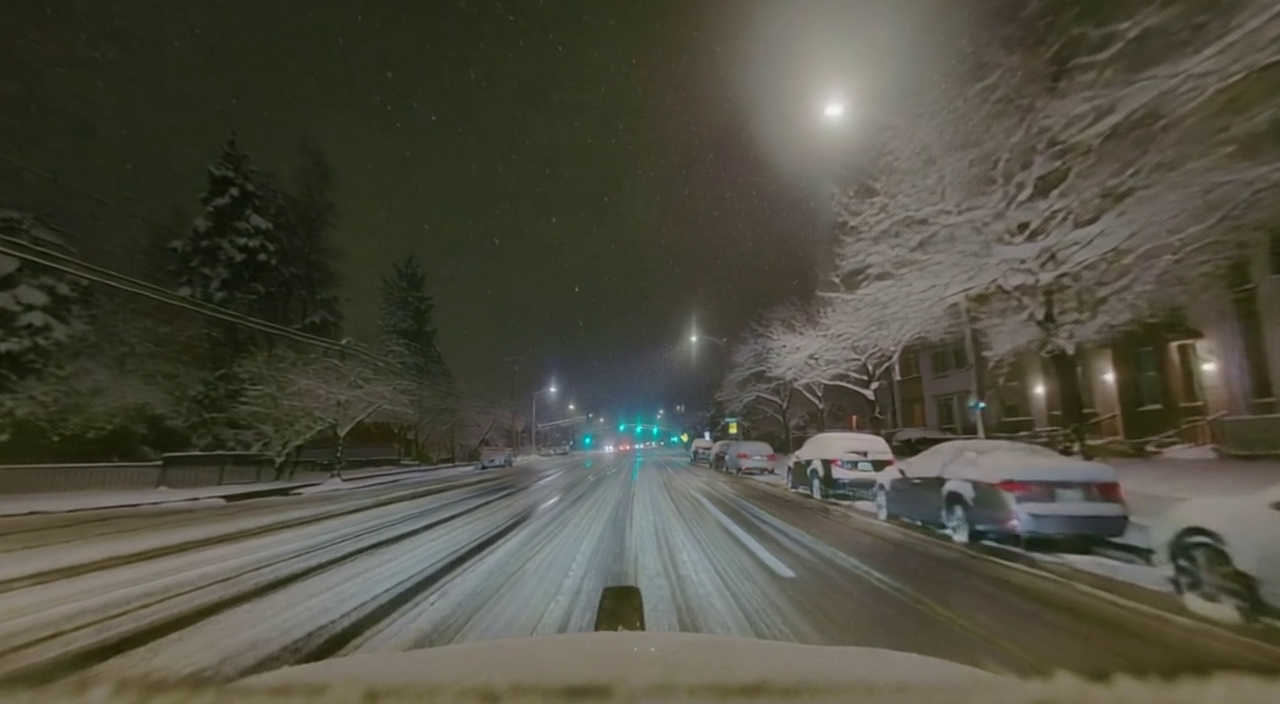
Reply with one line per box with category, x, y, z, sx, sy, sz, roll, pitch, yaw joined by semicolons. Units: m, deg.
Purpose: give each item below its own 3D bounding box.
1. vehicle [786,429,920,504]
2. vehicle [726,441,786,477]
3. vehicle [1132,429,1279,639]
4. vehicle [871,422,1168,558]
vehicle;5.365;2.935;16.604;1.990;1.694;4.179;0;-8;-1
vehicle;5.272;4.883;29.190;1.837;1.532;3.886;0;-8;-2
vehicle;5.387;1.127;3.459;1.901;1.443;4.319;0;-8;0
vehicle;5.437;2.037;9.889;1.974;1.548;4.160;-3;-9;0
